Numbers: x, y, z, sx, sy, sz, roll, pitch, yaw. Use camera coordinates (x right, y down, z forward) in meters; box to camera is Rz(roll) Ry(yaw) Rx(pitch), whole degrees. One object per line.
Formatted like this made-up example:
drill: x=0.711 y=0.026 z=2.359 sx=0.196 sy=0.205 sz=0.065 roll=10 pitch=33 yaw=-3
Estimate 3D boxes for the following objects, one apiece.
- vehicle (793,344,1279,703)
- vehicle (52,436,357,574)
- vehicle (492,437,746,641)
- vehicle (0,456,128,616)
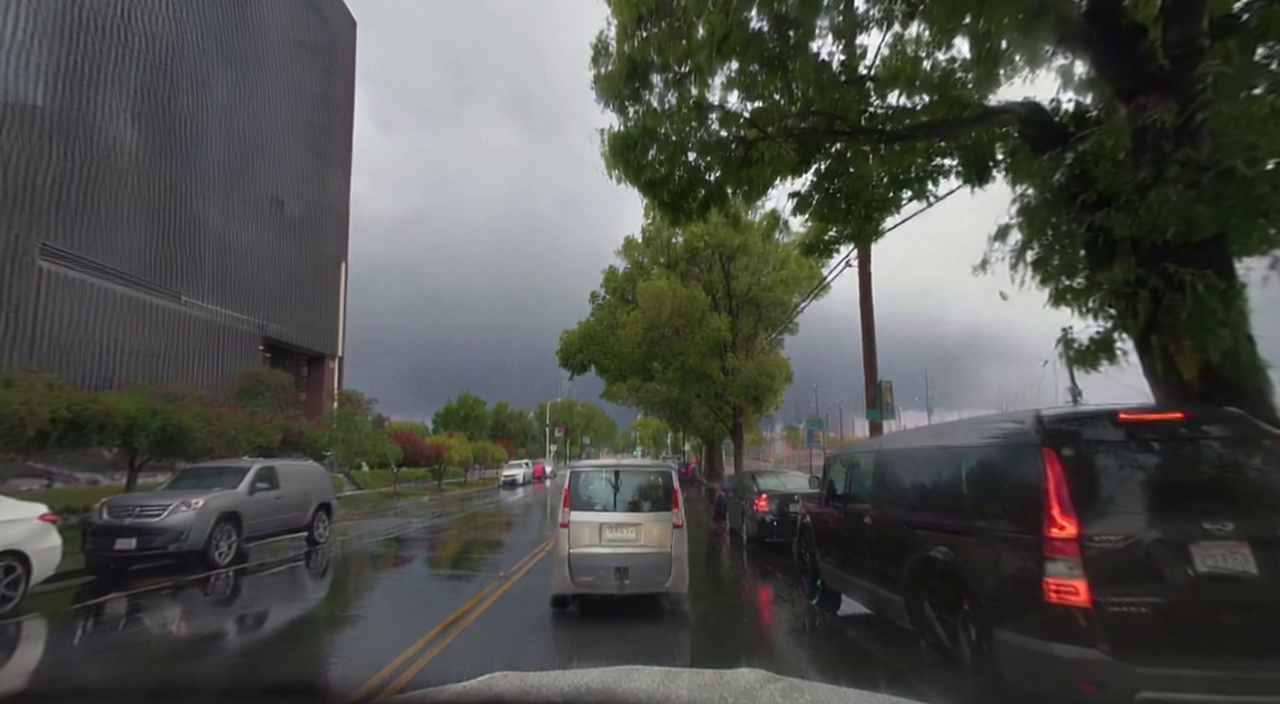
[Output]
vehicle: x=2.717 y=1.327 z=4.952 sx=1.868 sy=1.920 sz=4.501 roll=1 pitch=-10 yaw=0
vehicle: x=-6.822 y=2.515 z=10.681 sx=1.994 sy=1.701 sz=4.520 roll=-3 pitch=-12 yaw=-1
vehicle: x=-0.148 y=1.834 z=6.925 sx=2.018 sy=1.583 sz=3.646 roll=1 pitch=-10 yaw=0
vehicle: x=-6.953 y=1.581 z=5.158 sx=1.900 sy=1.471 sz=4.202 roll=1 pitch=-10 yaw=0
